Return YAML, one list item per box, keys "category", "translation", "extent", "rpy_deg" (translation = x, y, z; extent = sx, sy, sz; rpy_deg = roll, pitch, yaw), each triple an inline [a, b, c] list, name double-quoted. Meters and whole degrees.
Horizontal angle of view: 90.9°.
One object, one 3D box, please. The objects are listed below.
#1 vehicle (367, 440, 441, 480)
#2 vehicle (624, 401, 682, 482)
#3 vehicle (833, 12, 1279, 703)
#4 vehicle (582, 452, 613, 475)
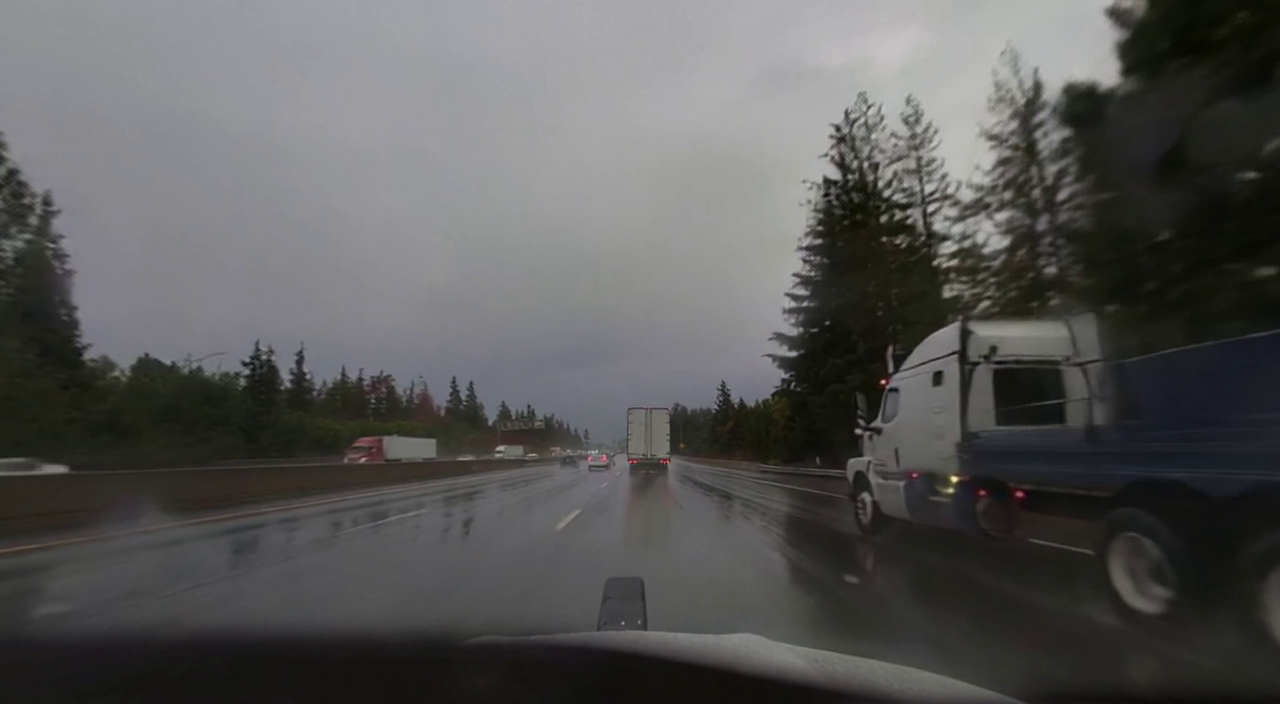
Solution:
- category: "vehicle"
  translation: [-18.063, 8.296, 48.772]
  extent: [2.845, 2.784, 7.224]
  rpy_deg: [0, -9, 1]
- category: "vehicle"
  translation: [0.549, 5.458, 37.995]
  extent: [2.875, 4.056, 12.312]
  rpy_deg: [0, -9, -1]
- category: "vehicle"
  translation: [4.638, 0.540, 5.933]
  extent: [2.874, 3.635, 8.115]
  rpy_deg: [0, -9, -1]
- category: "vehicle"
  translation: [-3.111, 8.302, 47.065]
  extent: [2.061, 1.555, 3.900]
  rpy_deg: [0, -9, 0]
